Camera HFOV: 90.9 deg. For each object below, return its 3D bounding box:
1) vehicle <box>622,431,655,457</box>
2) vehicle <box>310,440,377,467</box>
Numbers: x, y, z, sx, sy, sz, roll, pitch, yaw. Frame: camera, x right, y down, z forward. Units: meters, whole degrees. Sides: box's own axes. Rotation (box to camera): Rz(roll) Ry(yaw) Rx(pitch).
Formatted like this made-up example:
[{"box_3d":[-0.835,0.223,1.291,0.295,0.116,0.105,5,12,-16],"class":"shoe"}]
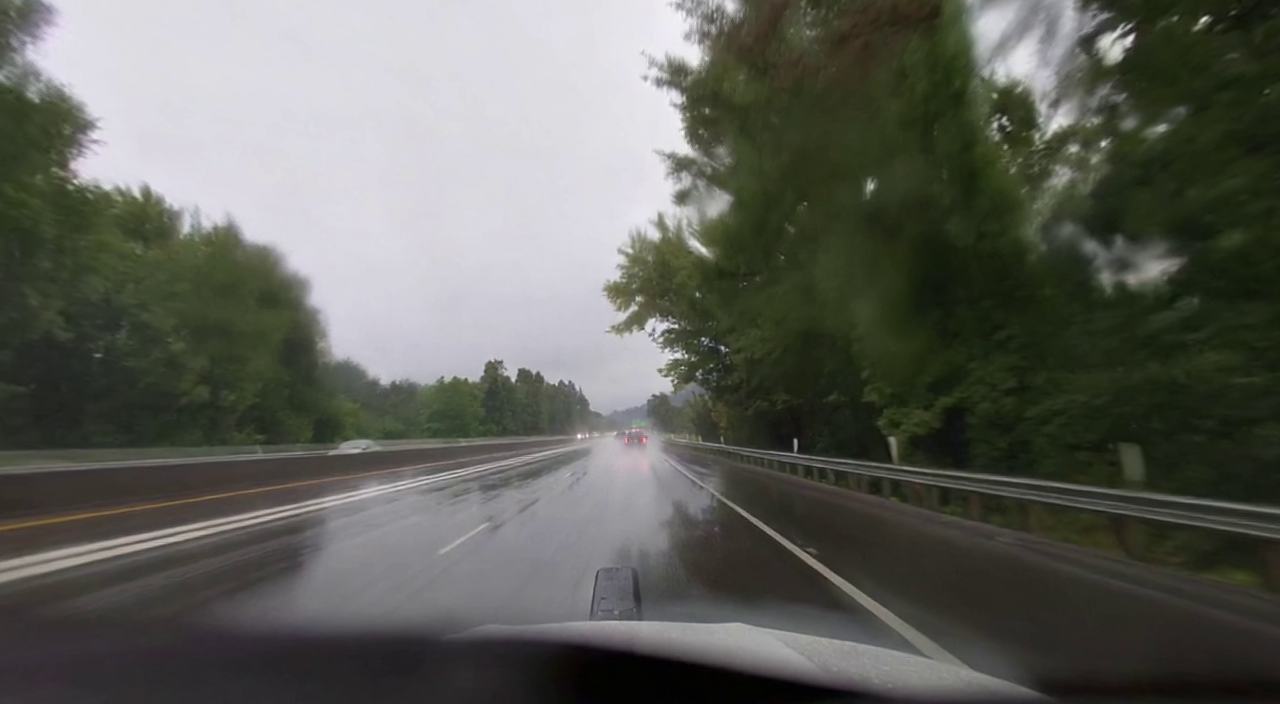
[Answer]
[{"box_3d":[-0.110,6.185,42.371,2.134,1.654,4.174,0,-8,0],"class":"vehicle"},{"box_3d":[-17.534,6.004,37.521,1.935,1.459,4.250,0,-8,0],"class":"vehicle"}]
